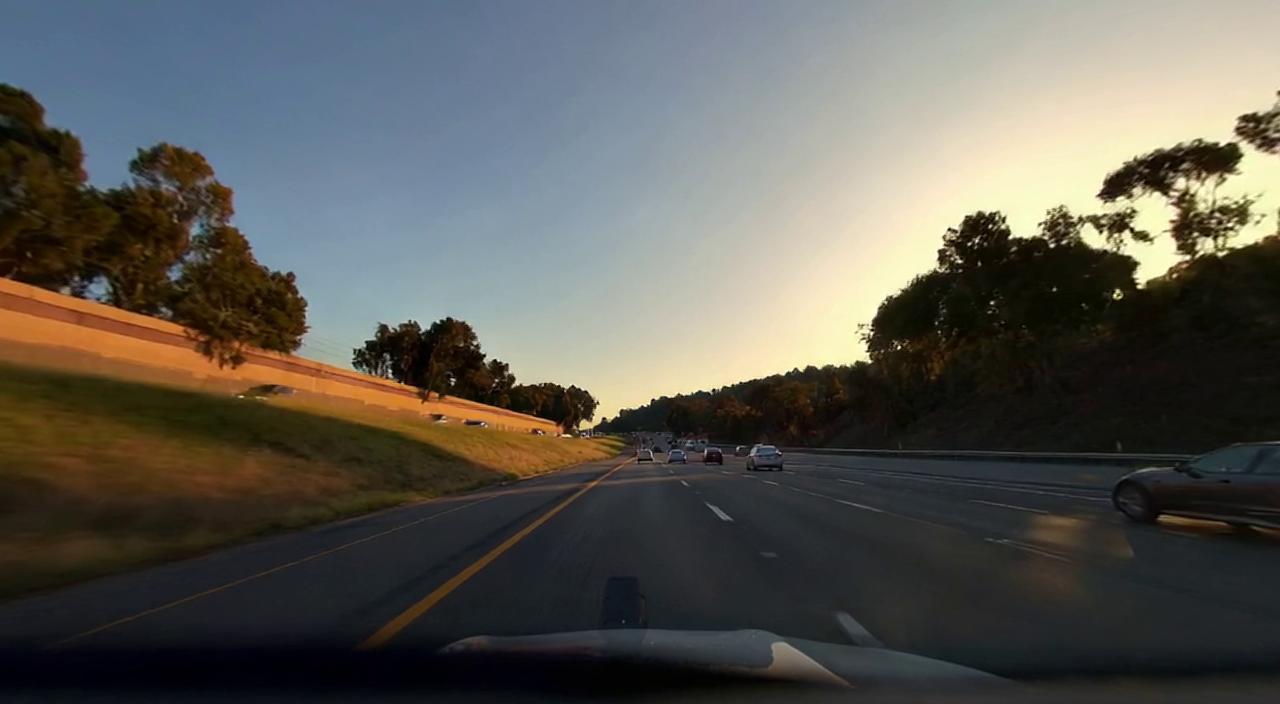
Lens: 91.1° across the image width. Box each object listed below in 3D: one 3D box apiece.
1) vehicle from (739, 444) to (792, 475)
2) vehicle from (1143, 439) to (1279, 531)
[{"bbox_3d":[7.172,6.200,36.493,2.048,1.697,4.689,0,-8,-1],"label":"vehicle"},{"bbox_3d":[11.438,2.200,10.495,2.093,1.477,4.804,0,-8,0],"label":"vehicle"}]
